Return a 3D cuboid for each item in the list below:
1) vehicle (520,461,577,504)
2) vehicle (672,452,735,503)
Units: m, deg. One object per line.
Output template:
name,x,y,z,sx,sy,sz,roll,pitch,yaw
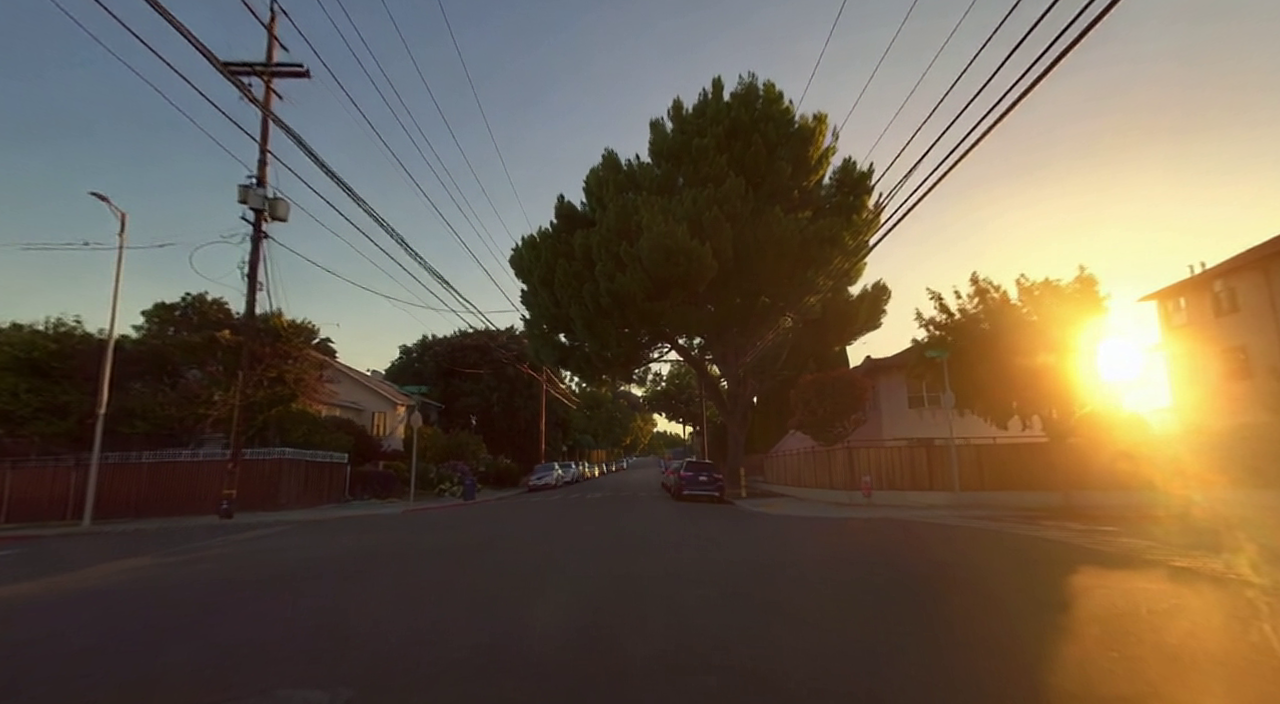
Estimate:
vehicle,-4.304,6.226,30.451,2.189,1.771,4.571,0,-9,-1
vehicle,2.581,5.263,26.946,2.051,1.874,4.459,0,-8,-2
